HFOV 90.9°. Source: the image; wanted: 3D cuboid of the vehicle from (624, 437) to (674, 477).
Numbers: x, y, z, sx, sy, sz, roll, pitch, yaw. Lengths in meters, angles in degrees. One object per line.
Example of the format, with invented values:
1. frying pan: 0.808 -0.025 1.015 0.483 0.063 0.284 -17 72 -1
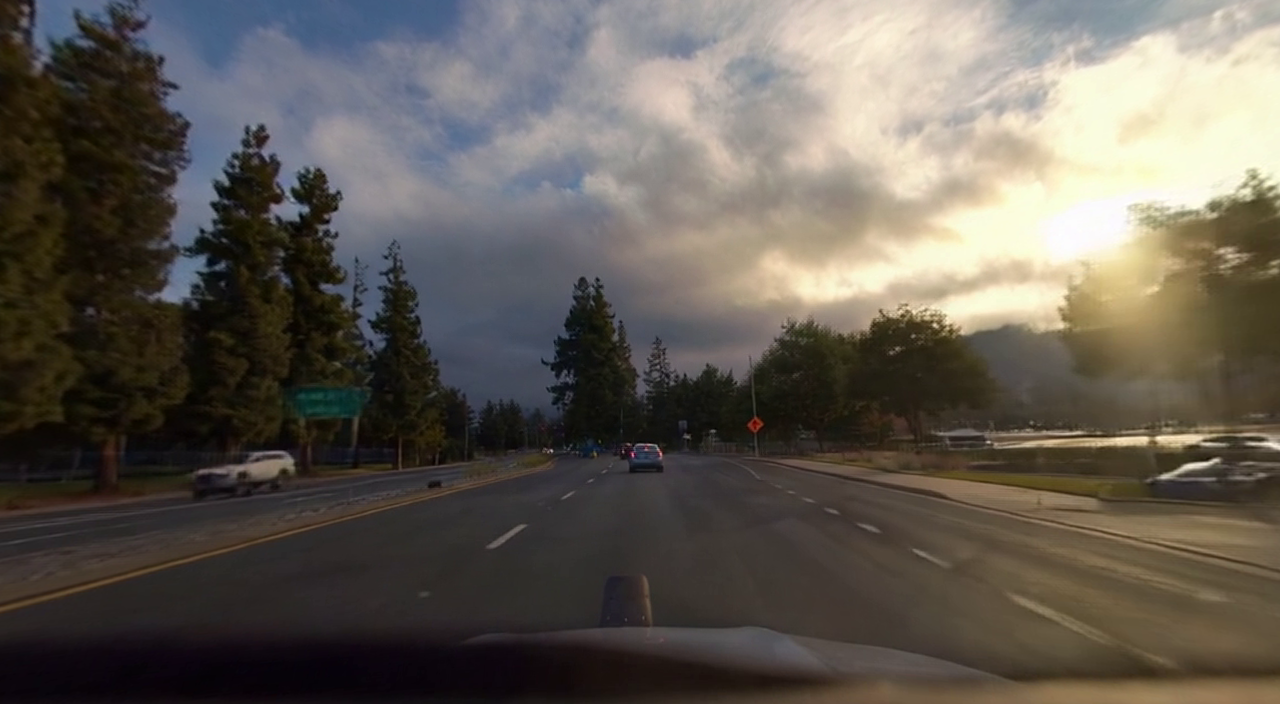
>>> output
1. vehicle: 0.358 4.834 29.080 2.135 1.691 3.884 0 -9 -2

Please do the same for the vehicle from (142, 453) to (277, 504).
1. vehicle: -16.500 4.845 24.506 2.034 1.725 4.470 0 -9 0

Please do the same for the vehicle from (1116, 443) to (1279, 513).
1. vehicle: 15.335 3.275 16.582 3.968 1.668 1.853 -1 -8 3
